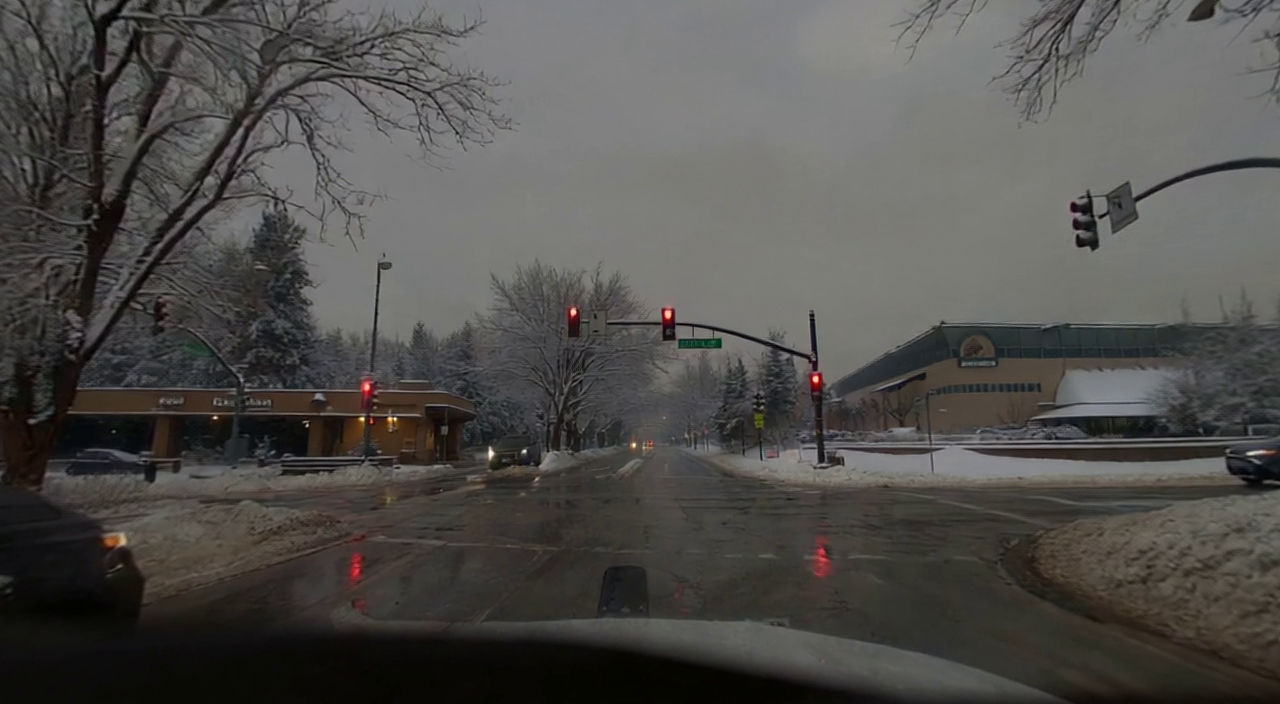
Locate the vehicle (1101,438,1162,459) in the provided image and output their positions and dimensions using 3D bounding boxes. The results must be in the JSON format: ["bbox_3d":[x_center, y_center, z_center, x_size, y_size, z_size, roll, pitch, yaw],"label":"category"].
[{"bbox_3d":[38.491,7.549,49.499,1.837,1.514,4.786,-2,-9,13],"label":"vehicle"}]

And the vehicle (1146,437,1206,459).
[{"bbox_3d":[41.168,7.419,48.495,1.767,1.456,4.191,-5,-11,15],"label":"vehicle"}]

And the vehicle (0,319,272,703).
[{"bbox_3d":[-3.459,0.692,1.869,2.000,1.789,4.638,0,-8,-2],"label":"vehicle"}]

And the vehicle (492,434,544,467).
[{"bbox_3d":[-7.159,5.852,37.463,2.081,1.818,4.782,0,-8,1],"label":"vehicle"}]

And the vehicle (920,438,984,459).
[{"bbox_3d":[21.480,6.647,43.378,3.576,1.425,1.702,2,-9,-12],"label":"vehicle"}]

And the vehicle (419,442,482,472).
[{"bbox_3d":[-10.628,5.910,35.705,2.041,1.548,4.868,0,-8,0],"label":"vehicle"}]
